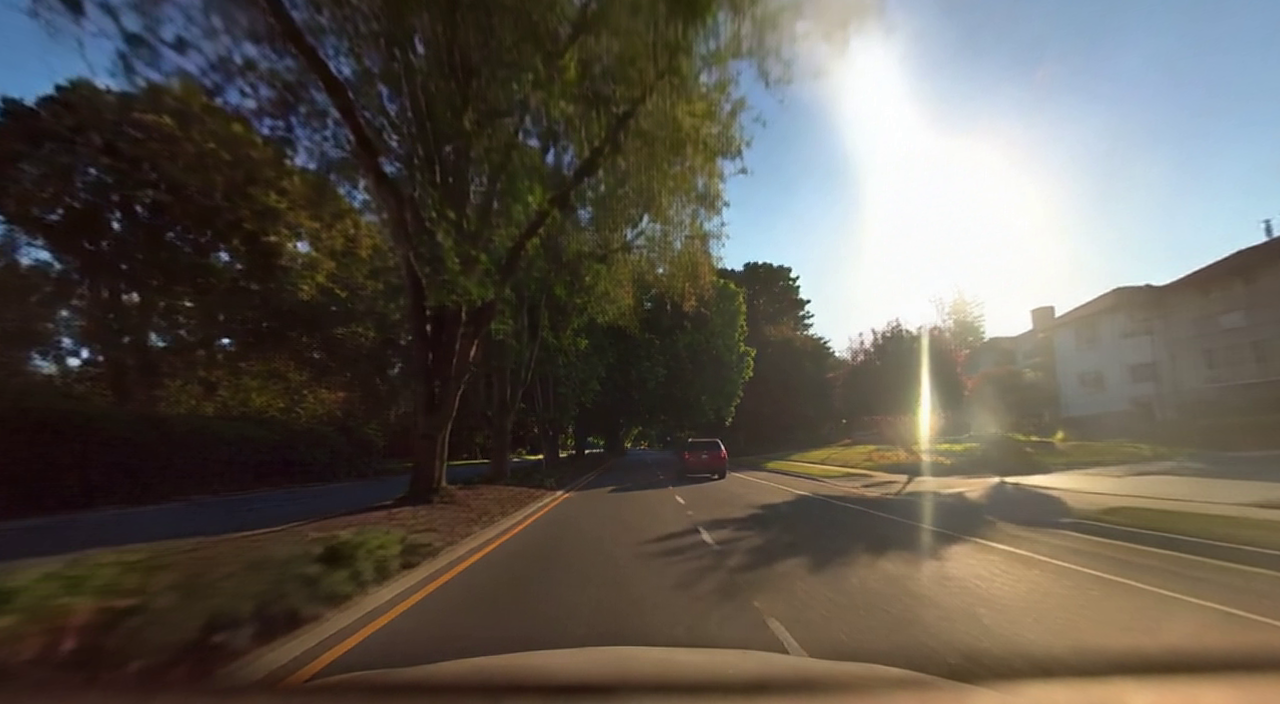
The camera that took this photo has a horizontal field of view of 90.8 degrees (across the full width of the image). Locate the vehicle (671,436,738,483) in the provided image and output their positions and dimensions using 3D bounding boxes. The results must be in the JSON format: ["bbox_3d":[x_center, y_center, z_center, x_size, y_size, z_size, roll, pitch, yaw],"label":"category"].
[{"bbox_3d":[2.486,4.313,25.592,2.164,1.725,4.285,0,-9,-1],"label":"vehicle"}]
